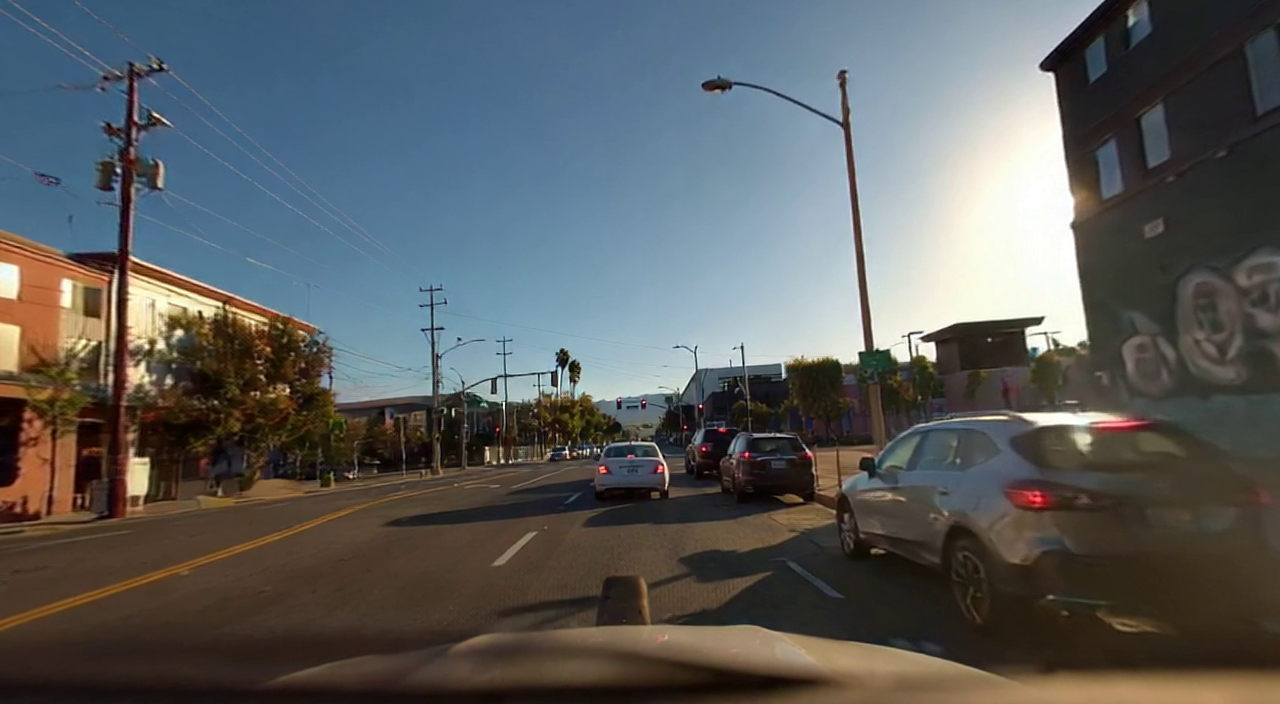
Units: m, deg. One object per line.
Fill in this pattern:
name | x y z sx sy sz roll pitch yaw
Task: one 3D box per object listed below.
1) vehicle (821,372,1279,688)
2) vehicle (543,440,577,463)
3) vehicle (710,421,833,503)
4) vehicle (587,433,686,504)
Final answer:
vehicle | 3.283 1.295 5.694 1.938 1.714 4.402 0 -9 0
vehicle | -6.036 7.576 47.836 2.059 1.699 4.252 0 -9 1
vehicle | 3.172 2.782 16.233 2.060 1.783 4.579 0 -9 -1
vehicle | -0.053 2.868 15.891 2.153 1.505 4.452 0 -9 1
